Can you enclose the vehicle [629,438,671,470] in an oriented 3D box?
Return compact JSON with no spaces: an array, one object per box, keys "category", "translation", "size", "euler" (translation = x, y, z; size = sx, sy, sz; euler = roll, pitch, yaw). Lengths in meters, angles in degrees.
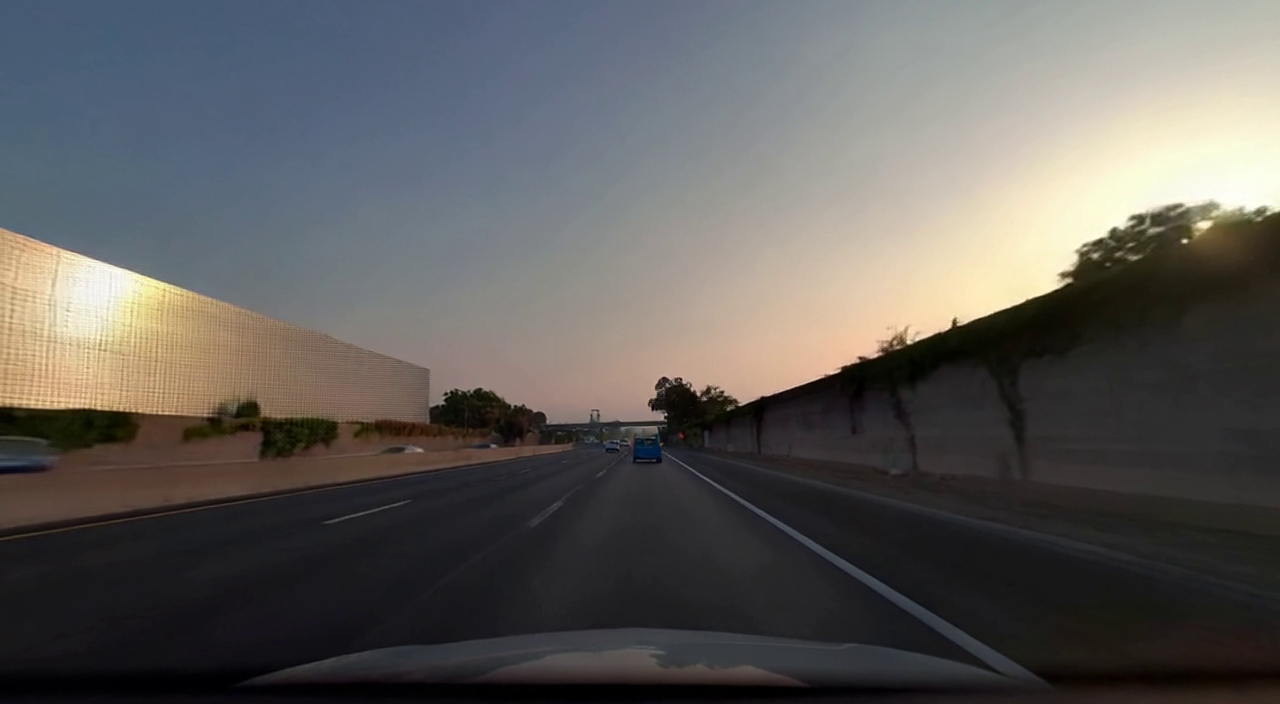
[{"category":"vehicle","translation":[0.475,5.003,31.073],"size":[1.997,1.484,3.409],"euler":[0,-8,0]}]
